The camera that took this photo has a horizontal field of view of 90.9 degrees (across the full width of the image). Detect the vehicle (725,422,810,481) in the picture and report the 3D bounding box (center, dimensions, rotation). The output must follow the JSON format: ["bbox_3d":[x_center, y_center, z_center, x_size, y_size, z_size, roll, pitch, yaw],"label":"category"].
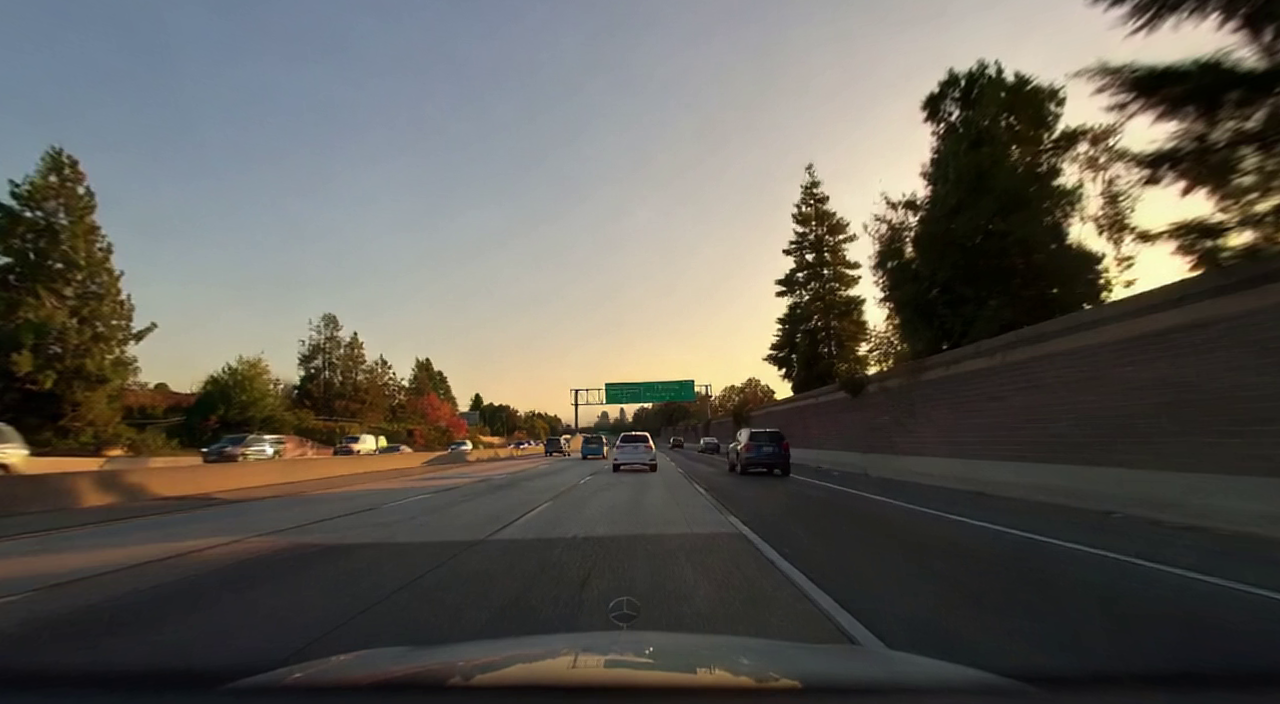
[{"bbox_3d":[4.264,3.434,21.883,2.017,1.847,4.299,0,-9,0],"label":"vehicle"}]

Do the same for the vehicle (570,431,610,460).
[{"bbox_3d":[-3.481,6.687,44.971,2.274,1.896,5.571,0,-9,2],"label":"vehicle"}]

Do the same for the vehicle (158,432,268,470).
[{"bbox_3d":[-29.173,6.805,43.502,2.645,2.416,6.919,0,-9,1],"label":"vehicle"}]

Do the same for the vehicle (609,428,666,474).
[{"bbox_3d":[-0.085,4.219,26.912,2.233,1.804,4.273,0,-9,0],"label":"vehicle"}]

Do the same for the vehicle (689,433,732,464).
[{"bbox_3d":[3.944,5.495,35.976,2.001,1.651,3.916,0,-9,0],"label":"vehicle"}]
